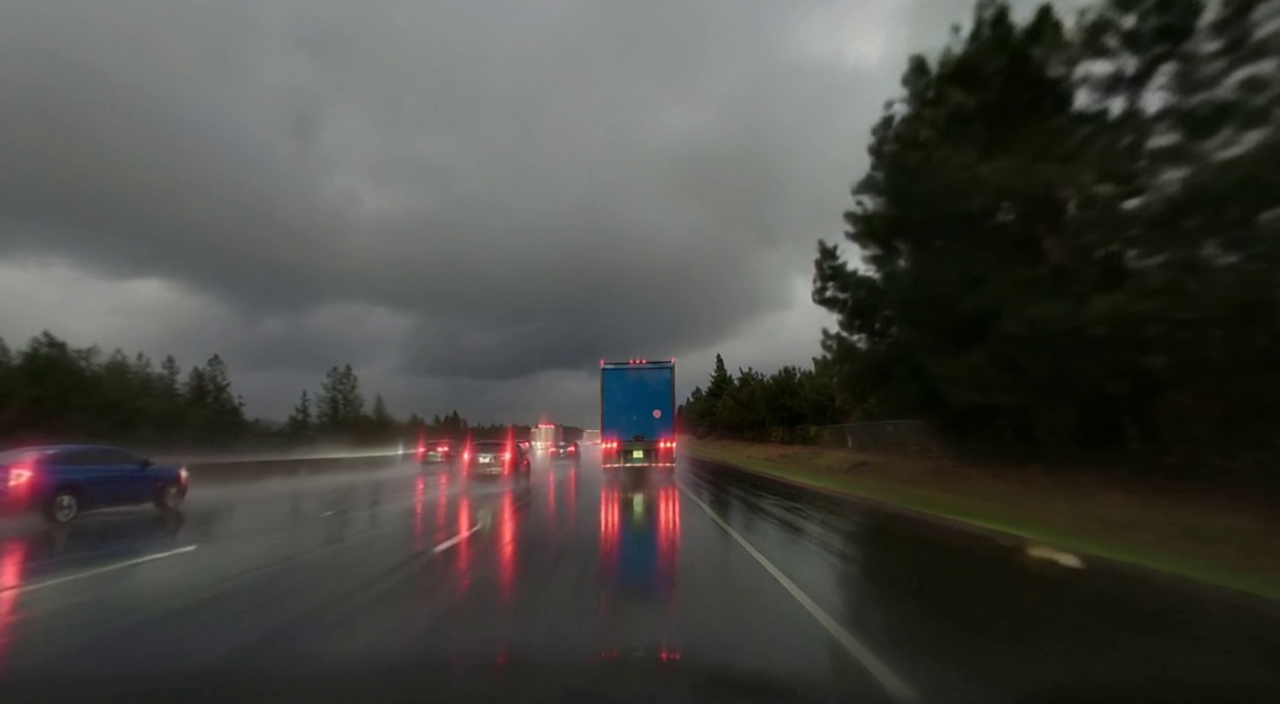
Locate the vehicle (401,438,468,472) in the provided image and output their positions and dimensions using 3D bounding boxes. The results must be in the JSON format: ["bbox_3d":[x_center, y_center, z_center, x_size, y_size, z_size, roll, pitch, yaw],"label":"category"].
[{"bbox_3d":[-10.283,5.168,31.756,1.952,1.590,4.090,0,-8,1],"label":"vehicle"}]

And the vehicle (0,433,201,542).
[{"bbox_3d":[-10.042,2.183,10.712,1.899,1.517,4.554,0,-8,-1],"label":"vehicle"}]

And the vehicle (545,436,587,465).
[{"bbox_3d":[-4.603,6.168,39.609,2.158,1.680,4.087,0,-8,0],"label":"vehicle"}]

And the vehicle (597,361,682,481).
[{"bbox_3d":[-0.205,3.106,27.002,2.913,4.113,10.724,0,-8,-2],"label":"vehicle"}]

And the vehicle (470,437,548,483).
[{"bbox_3d":[-4.870,4.068,24.014,2.164,1.582,3.979,0,-8,0],"label":"vehicle"}]
